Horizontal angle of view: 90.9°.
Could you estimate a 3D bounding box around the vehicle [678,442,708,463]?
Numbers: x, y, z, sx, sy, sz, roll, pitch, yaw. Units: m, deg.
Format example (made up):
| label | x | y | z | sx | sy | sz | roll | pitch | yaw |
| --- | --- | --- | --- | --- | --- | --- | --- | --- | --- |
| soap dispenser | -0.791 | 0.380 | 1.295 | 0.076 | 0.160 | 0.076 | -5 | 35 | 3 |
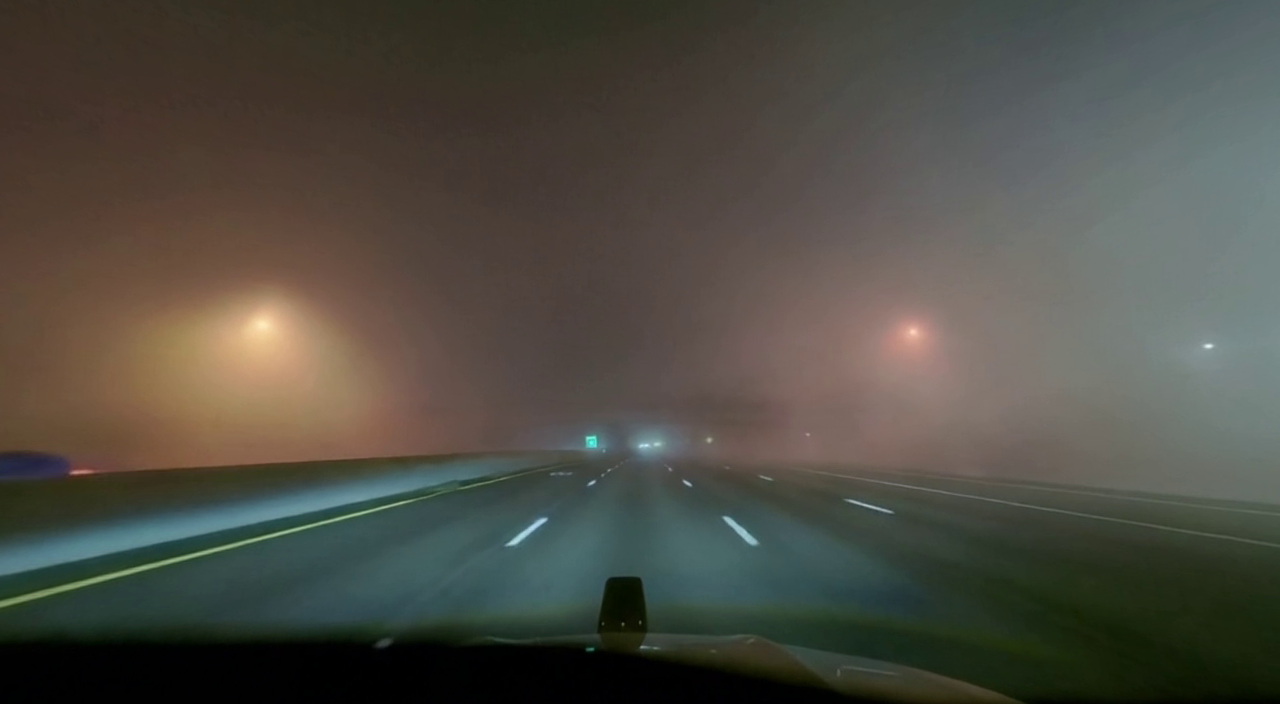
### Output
| label | x | y | z | sx | sy | sz | roll | pitch | yaw |
| --- | --- | --- | --- | --- | --- | --- | --- | --- | --- |
| vehicle | 4.125 | 7.939 | 49.927 | 1.949 | 1.515 | 4.374 | 0 | -8 | -1 |
